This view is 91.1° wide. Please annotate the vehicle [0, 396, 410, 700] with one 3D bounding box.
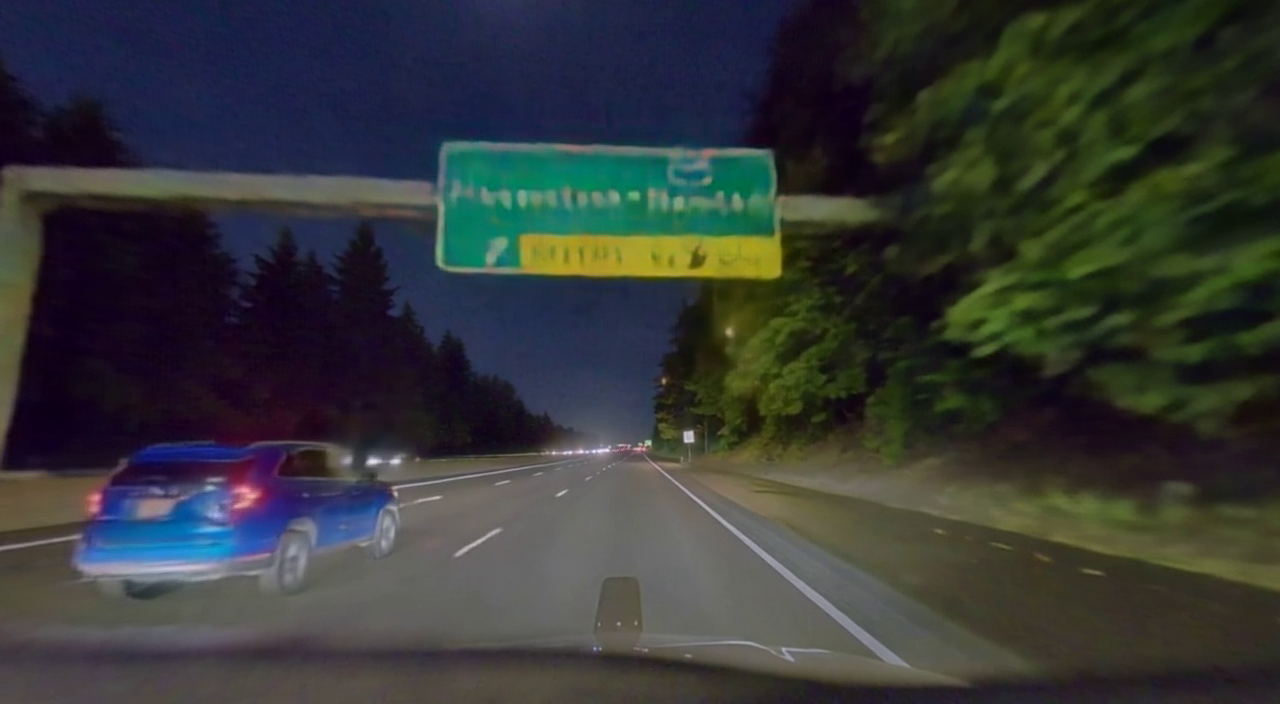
[{"bbox_3d":[-3.926,1.399,5.613,2.104,1.626,4.283,0,-9,0],"label":"vehicle"}]
